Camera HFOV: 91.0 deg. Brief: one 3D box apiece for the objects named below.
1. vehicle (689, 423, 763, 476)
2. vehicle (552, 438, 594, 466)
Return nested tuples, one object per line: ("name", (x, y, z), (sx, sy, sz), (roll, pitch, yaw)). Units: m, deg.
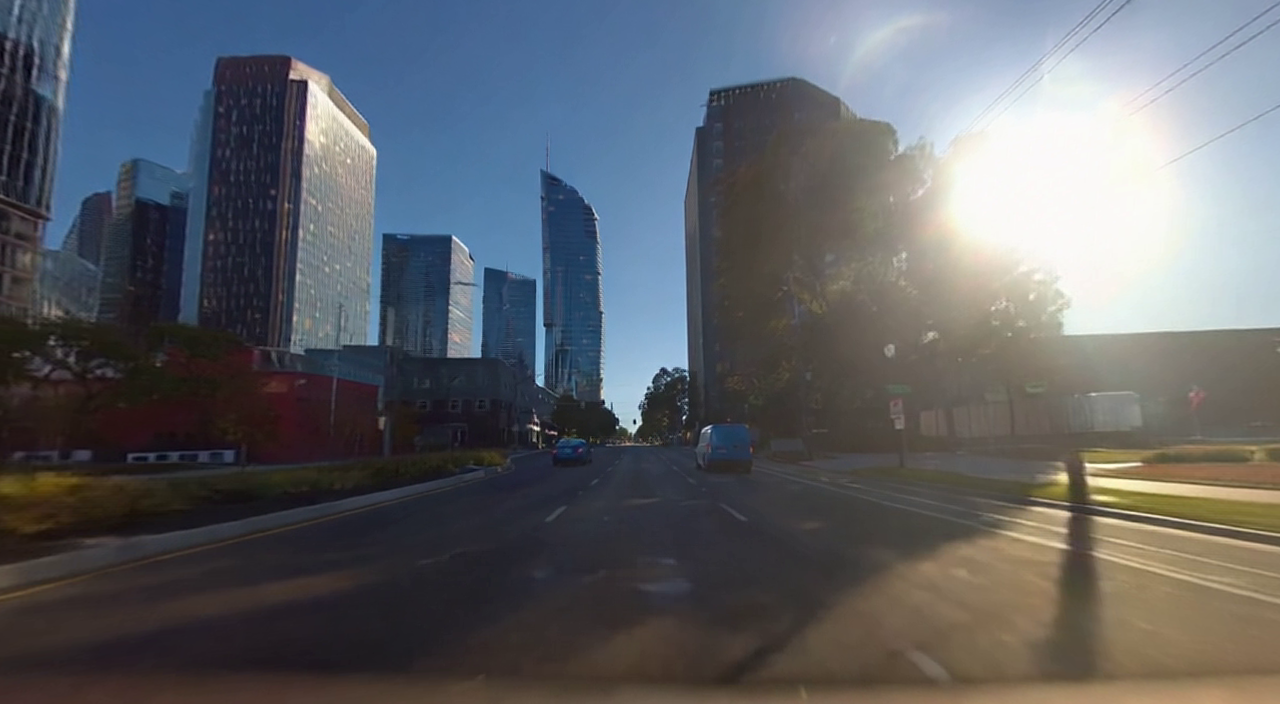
("vehicle", (3.336, 3.920, 25.536), (2.200, 1.914, 5.145), (0, -8, -1))
("vehicle", (-3.687, 5.612, 35.429), (1.864, 1.464, 4.195), (0, -8, 1))
